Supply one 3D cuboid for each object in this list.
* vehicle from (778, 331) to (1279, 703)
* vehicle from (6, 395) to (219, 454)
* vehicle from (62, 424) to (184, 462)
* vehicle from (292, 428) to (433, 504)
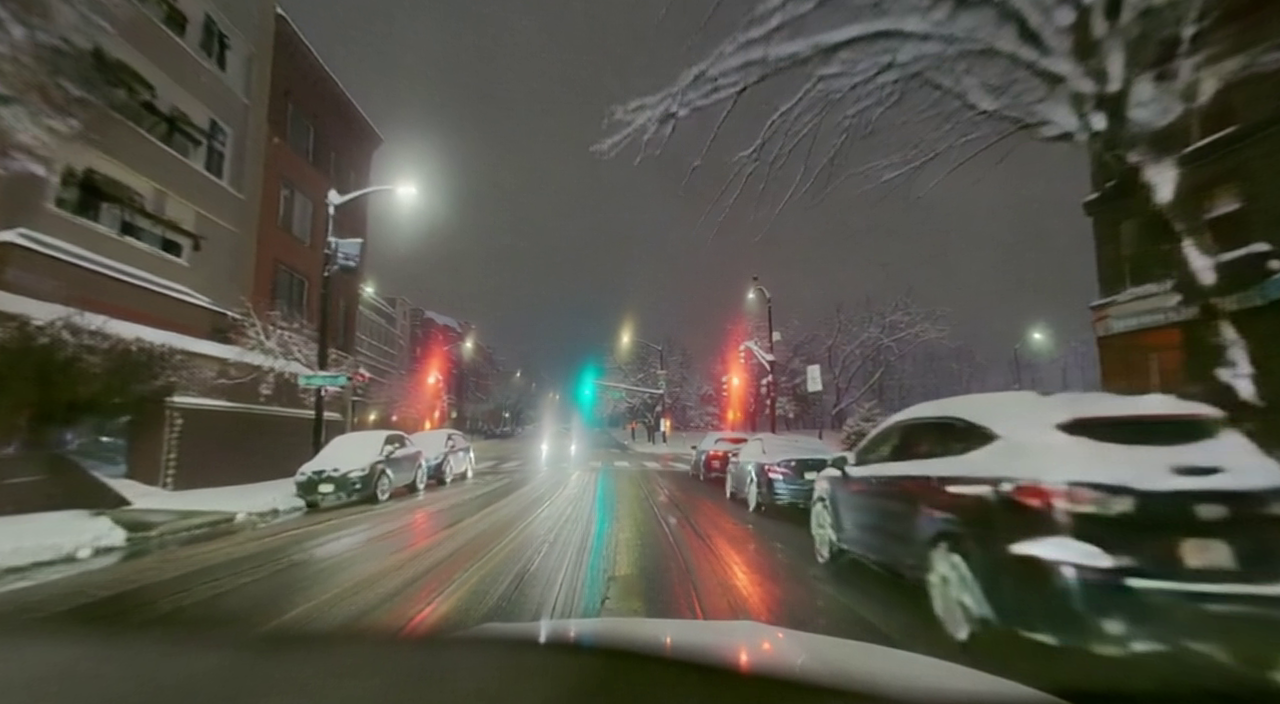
[{"bbox_3d":[3.086,1.223,5.633,2.222,1.812,5.688,0,-9,-2],"label":"vehicle"},{"bbox_3d":[-33.261,4.663,40.162,10.621,3.479,3.025,1,-9,1],"label":"vehicle"},{"bbox_3d":[-29.006,5.123,35.608,4.704,2.065,2.328,0,-9,-2],"label":"vehicle"},{"bbox_3d":[-7.123,2.954,16.743,1.893,1.758,4.019,0,-9,0],"label":"vehicle"}]
